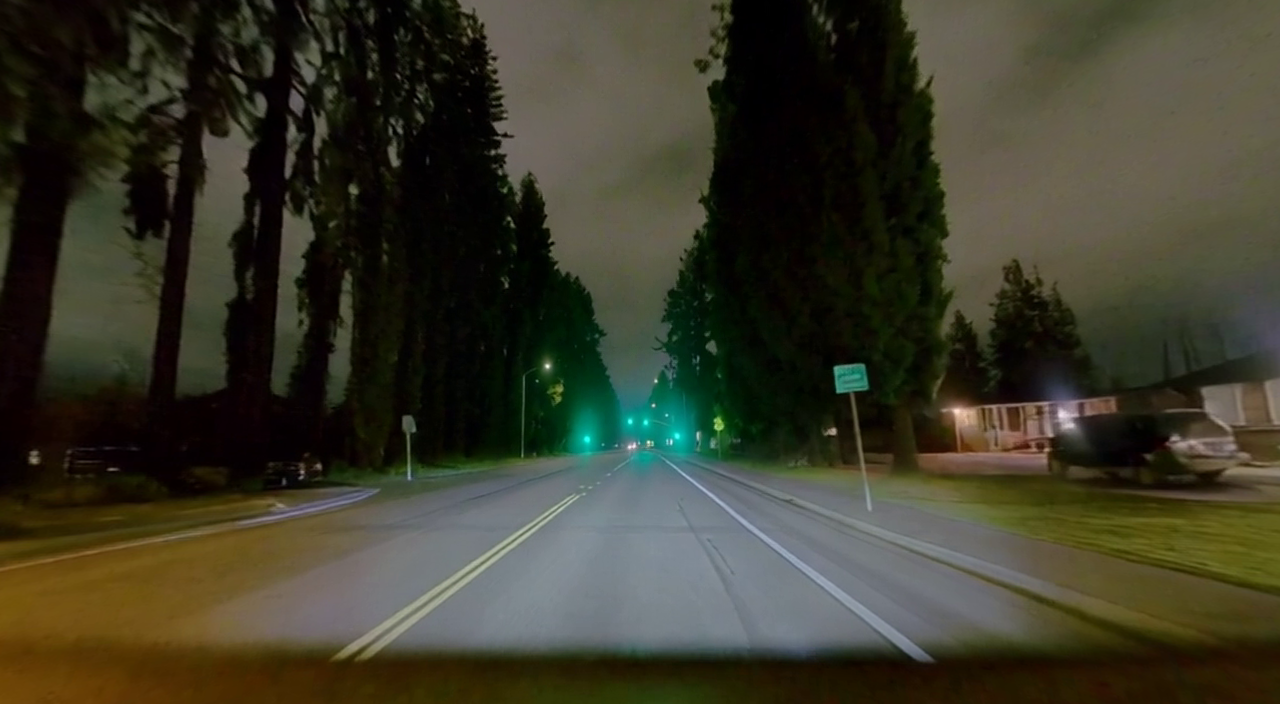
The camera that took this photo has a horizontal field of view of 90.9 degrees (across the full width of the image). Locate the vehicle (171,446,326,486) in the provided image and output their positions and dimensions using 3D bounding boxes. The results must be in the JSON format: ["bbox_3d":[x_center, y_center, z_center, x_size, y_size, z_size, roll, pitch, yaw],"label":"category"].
[{"bbox_3d":[-15.206,4.424,24.666,4.787,1.474,1.967,-1,-8,3],"label":"vehicle"}]

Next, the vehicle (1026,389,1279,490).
[{"bbox_3d":[9.790,1.694,12.097,1.805,1.571,4.467,0,-9,-2],"label":"vehicle"}]

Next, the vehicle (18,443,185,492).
[{"bbox_3d":[-19.124,4.101,22.525,4.233,1.623,1.943,-1,-8,2],"label":"vehicle"}]
